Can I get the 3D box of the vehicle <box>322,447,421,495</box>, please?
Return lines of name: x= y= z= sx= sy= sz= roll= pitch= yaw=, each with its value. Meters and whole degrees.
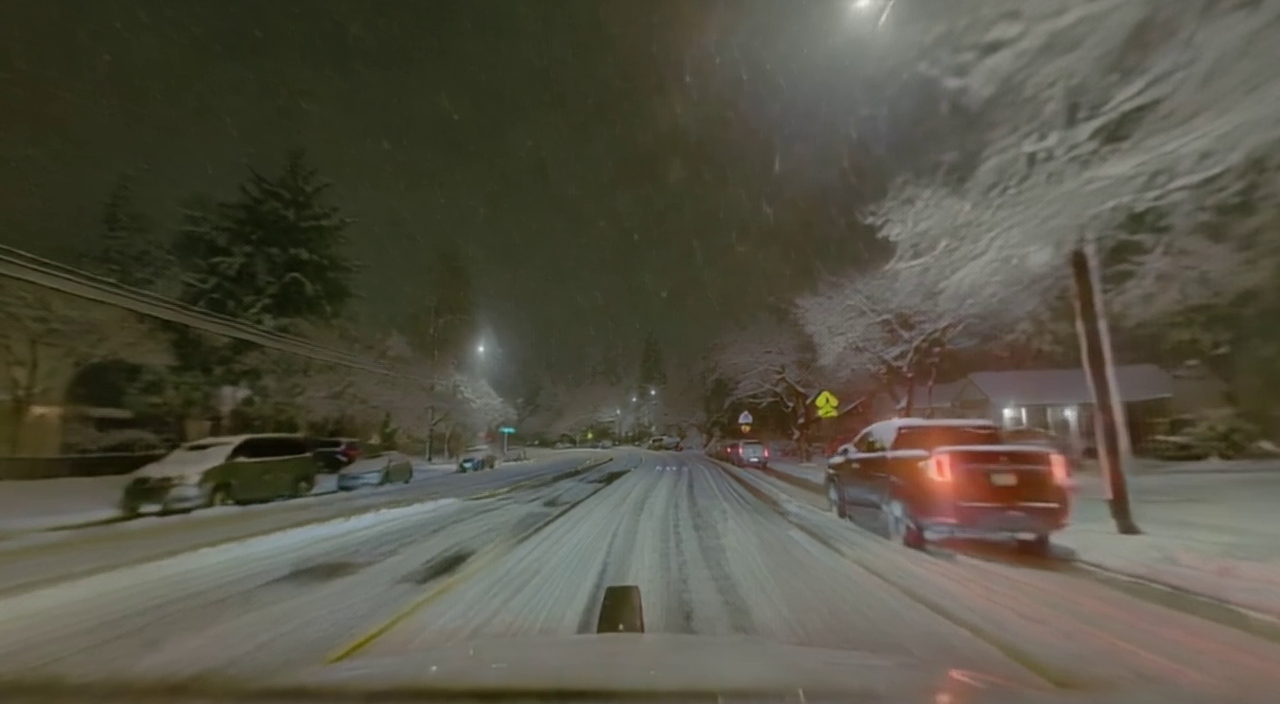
vehicle: x=-10.178 y=4.498 z=24.174 sx=1.967 sy=1.488 sz=4.216 roll=-5 pitch=-9 yaw=-1

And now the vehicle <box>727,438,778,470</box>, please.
vehicle: x=7.138 y=6.533 z=40.581 sx=1.954 sy=1.732 sz=6.409 roll=4 pitch=-8 yaw=-1

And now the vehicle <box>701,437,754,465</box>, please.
vehicle: x=6.522 y=7.491 z=47.841 sx=2.402 sy=1.889 sz=6.910 roll=4 pitch=-9 yaw=-5

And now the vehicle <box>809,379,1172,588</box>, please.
vehicle: x=4.753 y=1.910 z=10.350 sx=2.574 sy=2.156 sz=6.672 roll=2 pitch=-8 yaw=4

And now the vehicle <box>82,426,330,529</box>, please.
vehicle: x=-10.695 y=3.109 z=16.279 sx=2.450 sy=1.998 sz=5.367 roll=-5 pitch=-9 yaw=3
